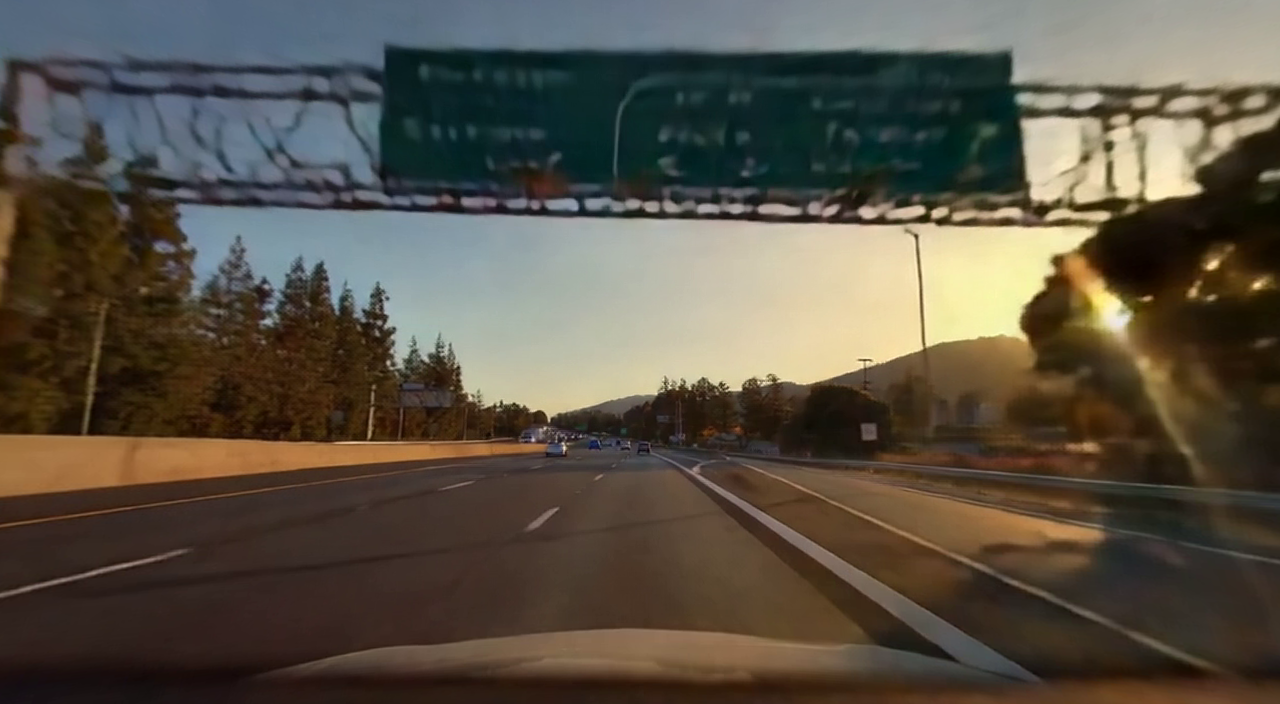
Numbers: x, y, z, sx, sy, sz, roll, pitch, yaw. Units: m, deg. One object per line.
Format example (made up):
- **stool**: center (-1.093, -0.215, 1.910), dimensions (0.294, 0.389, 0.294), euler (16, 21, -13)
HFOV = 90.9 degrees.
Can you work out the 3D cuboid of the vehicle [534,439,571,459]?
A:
- **vehicle**: center (-6.668, 7.435, 48.475), dimensions (2.025, 1.494, 4.495), euler (0, -8, 2)
